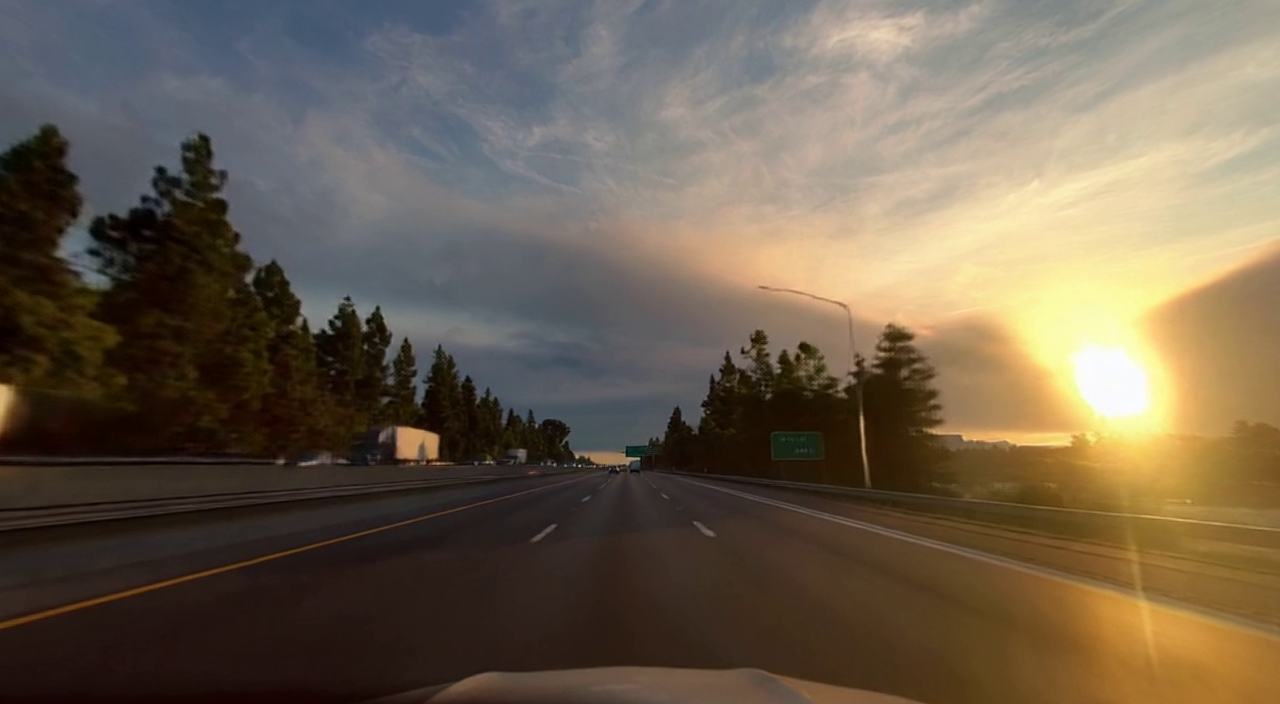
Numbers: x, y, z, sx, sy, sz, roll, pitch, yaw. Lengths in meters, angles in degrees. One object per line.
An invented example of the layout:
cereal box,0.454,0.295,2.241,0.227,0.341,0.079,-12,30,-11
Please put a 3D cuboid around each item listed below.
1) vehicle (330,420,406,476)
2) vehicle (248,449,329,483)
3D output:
vehicle,-20.471,7.405,47.889,2.931,3.913,5.982,1,-10,-1
vehicle,-16.128,5.283,29.122,1.722,1.419,3.521,1,-10,-1
